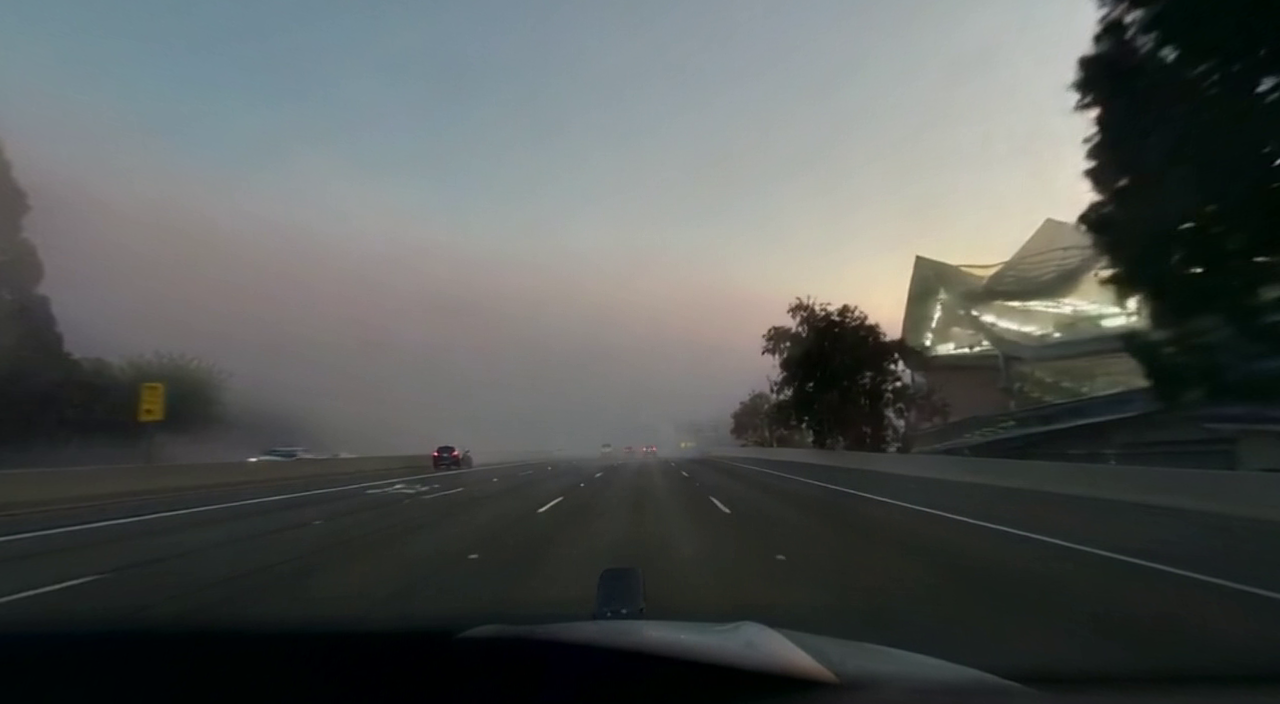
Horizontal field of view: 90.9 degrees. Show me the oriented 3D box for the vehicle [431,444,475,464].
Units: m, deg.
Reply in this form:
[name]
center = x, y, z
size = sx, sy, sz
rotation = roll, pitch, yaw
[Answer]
[vehicle]
center = -14.166, 7.718, 48.014
size = 1.818, 1.377, 4.419
rotation = -1, -8, 2
